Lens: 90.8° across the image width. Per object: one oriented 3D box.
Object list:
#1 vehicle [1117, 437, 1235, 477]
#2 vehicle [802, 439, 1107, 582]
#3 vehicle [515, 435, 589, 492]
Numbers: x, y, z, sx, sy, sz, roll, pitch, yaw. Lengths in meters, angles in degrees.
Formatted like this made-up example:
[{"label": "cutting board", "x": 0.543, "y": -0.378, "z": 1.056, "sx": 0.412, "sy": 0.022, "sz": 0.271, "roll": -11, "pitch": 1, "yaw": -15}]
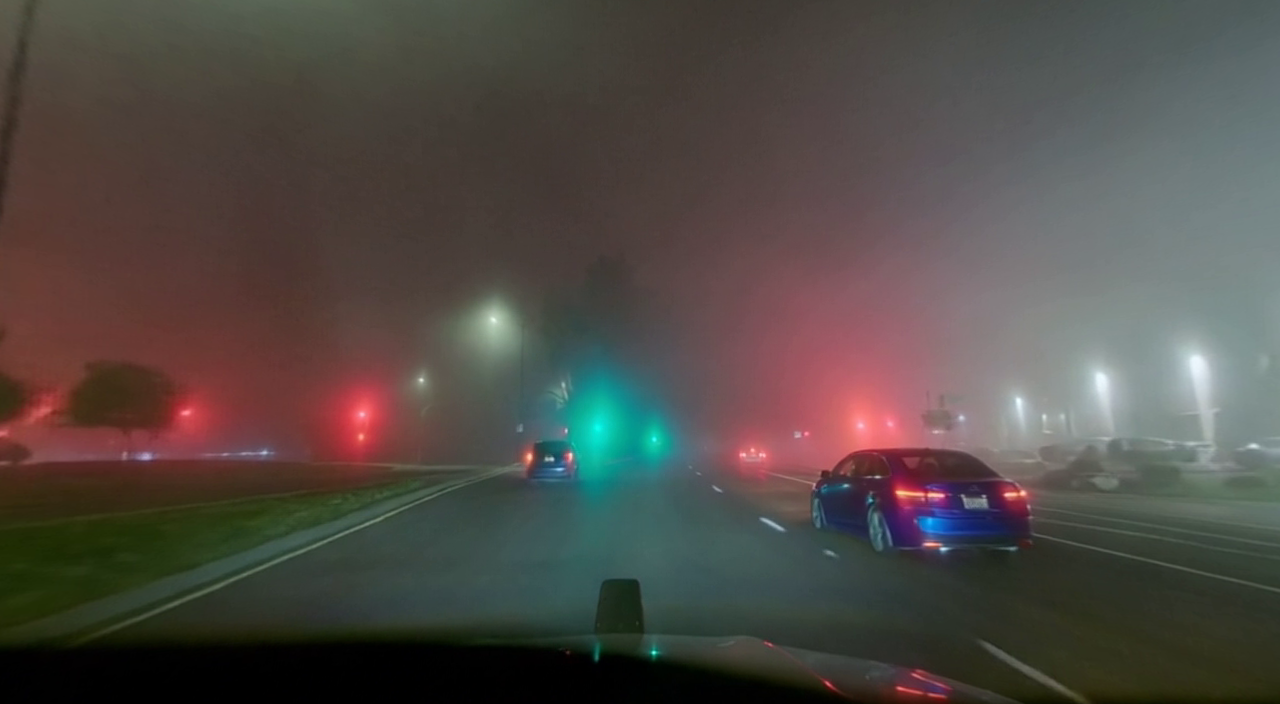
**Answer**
[{"label": "vehicle", "x": 24.679, "y": 4.816, "z": 29.113, "sx": 4.286, "sy": 1.712, "sz": 1.927, "roll": 2, "pitch": -9, "yaw": -15}, {"label": "vehicle", "x": 3.753, "y": 1.934, "z": 8.631, "sx": 1.918, "sy": 1.418, "sz": 4.360, "roll": 0, "pitch": -8, "yaw": 0}, {"label": "vehicle", "x": -2.824, "y": 3.692, "z": 21.266, "sx": 2.085, "sy": 1.693, "sz": 4.301, "roll": 0, "pitch": -8, "yaw": -3}]
